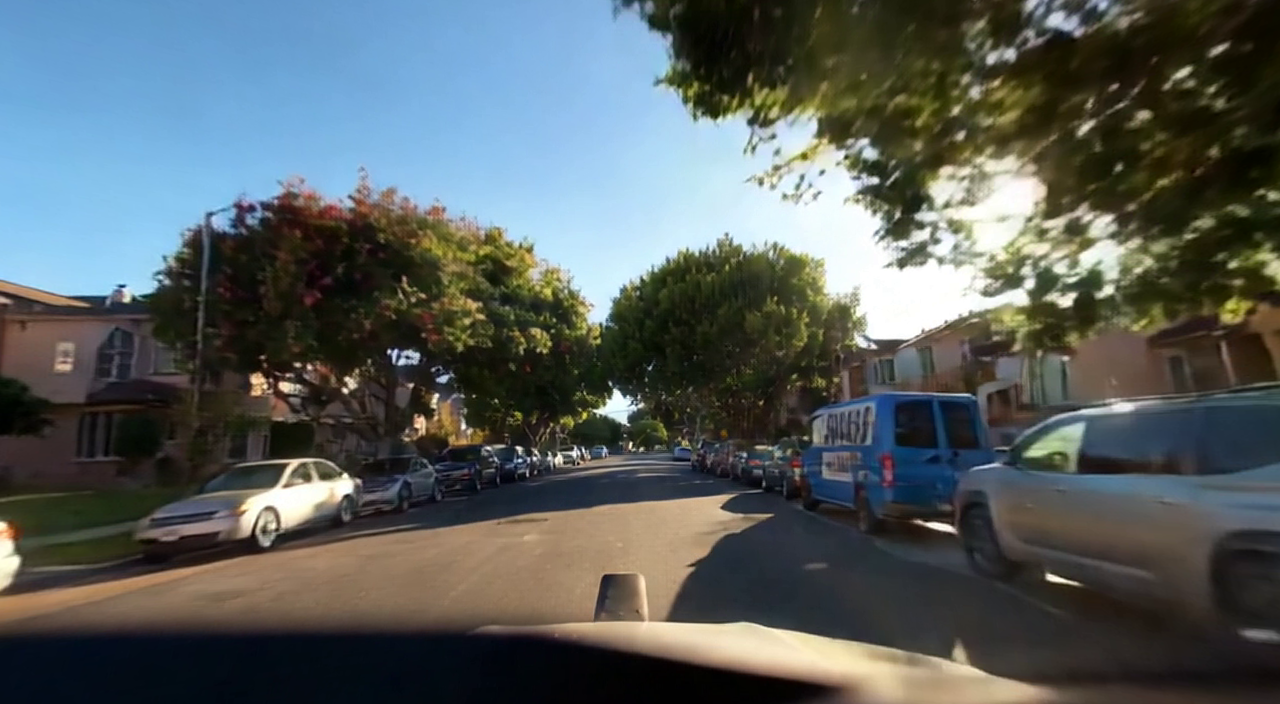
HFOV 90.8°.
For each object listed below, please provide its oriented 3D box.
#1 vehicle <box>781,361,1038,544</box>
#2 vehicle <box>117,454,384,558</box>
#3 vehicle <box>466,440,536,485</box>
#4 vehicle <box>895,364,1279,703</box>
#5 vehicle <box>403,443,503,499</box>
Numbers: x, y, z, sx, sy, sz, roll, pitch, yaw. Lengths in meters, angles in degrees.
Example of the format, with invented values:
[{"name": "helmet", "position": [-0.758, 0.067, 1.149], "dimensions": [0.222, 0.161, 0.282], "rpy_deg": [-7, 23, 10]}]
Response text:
[{"name": "vehicle", "position": [4.582, 1.892, 12.163], "dimensions": [2.178, 2.656, 5.712], "rpy_deg": [0, -9, -2]}, {"name": "vehicle", "position": [-6.748, 2.665, 11.811], "dimensions": [1.869, 1.467, 4.921], "rpy_deg": [0, -9, 0]}, {"name": "vehicle", "position": [-6.790, 5.475, 31.712], "dimensions": [2.195, 2.023, 6.055], "rpy_deg": [0, -9, -1]}, {"name": "vehicle", "position": [4.324, 1.258, 5.264], "dimensions": [1.907, 1.768, 6.059], "rpy_deg": [0, -9, 0]}, {"name": "vehicle", "position": [-6.828, 4.380, 23.806], "dimensions": [2.162, 1.846, 5.426], "rpy_deg": [0, -9, -1]}]
